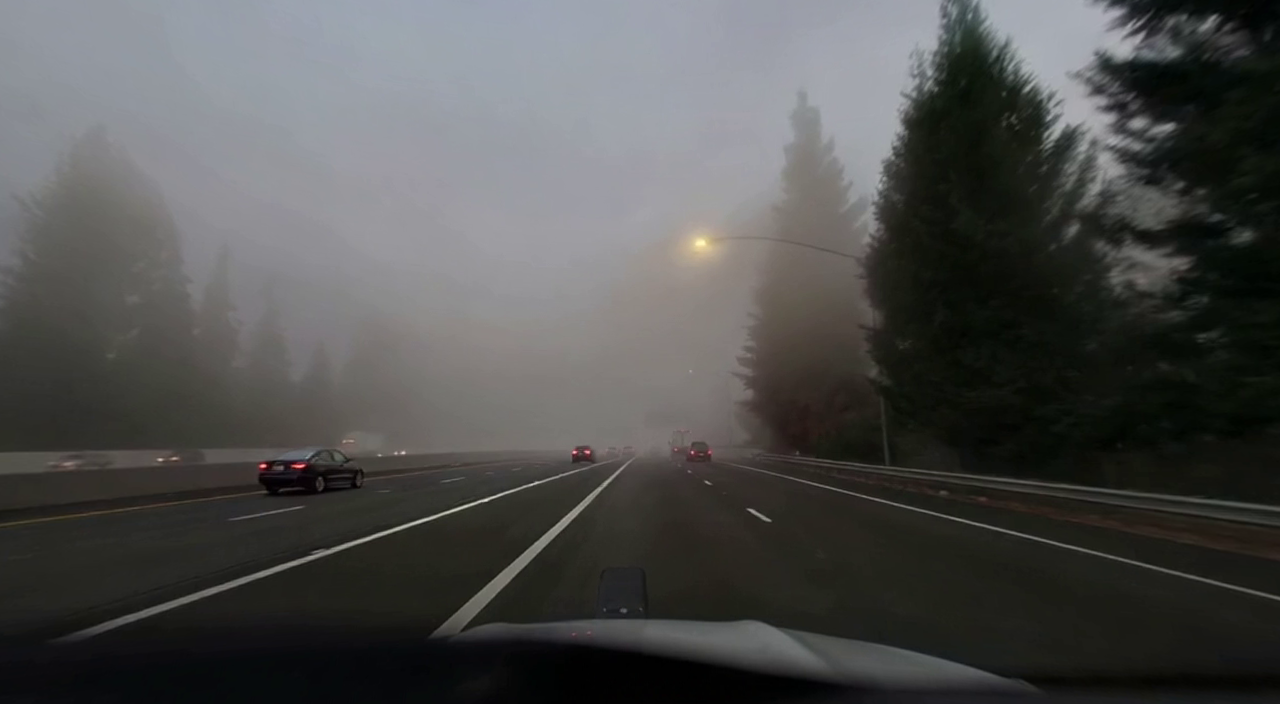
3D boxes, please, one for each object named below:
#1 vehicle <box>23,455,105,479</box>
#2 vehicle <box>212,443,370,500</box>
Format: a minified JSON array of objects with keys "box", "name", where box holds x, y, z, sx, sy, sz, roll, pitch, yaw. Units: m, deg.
[{"box":[-40.336,8.043,44.268,1.707,1.471,4.165,0,-8,2],"name":"vehicle"},{"box":[-10.014,3.427,18.610,1.899,1.465,4.589,0,-8,2],"name":"vehicle"}]
